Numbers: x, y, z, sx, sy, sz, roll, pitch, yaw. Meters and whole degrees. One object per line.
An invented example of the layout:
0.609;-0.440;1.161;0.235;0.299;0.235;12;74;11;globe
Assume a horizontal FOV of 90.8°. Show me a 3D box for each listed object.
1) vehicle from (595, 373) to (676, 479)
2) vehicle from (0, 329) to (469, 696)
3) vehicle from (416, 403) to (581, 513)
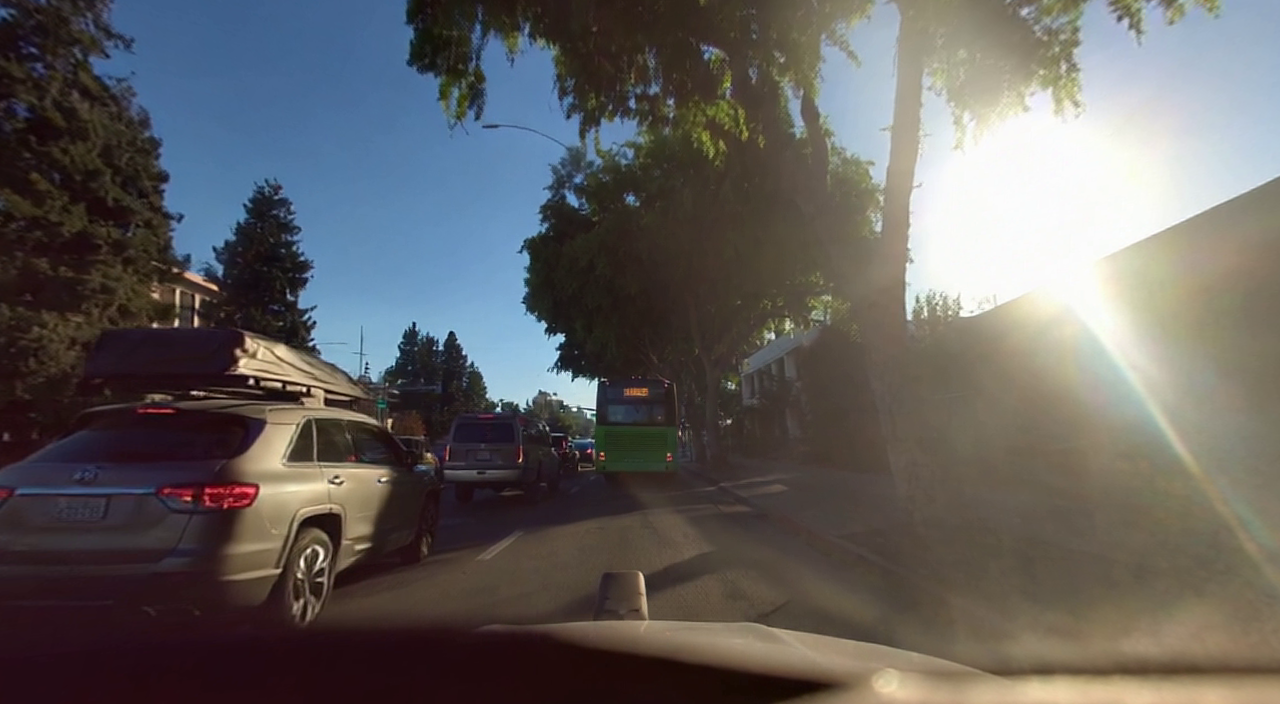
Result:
-0.170;3.619;29.327;2.970;3.857;12.200;0;-9;0;vehicle
-3.364;1.190;5.847;2.095;1.892;5.043;0;-9;0;vehicle
-3.051;2.520;15.345;2.546;2.125;5.869;0;-9;1;vehicle
